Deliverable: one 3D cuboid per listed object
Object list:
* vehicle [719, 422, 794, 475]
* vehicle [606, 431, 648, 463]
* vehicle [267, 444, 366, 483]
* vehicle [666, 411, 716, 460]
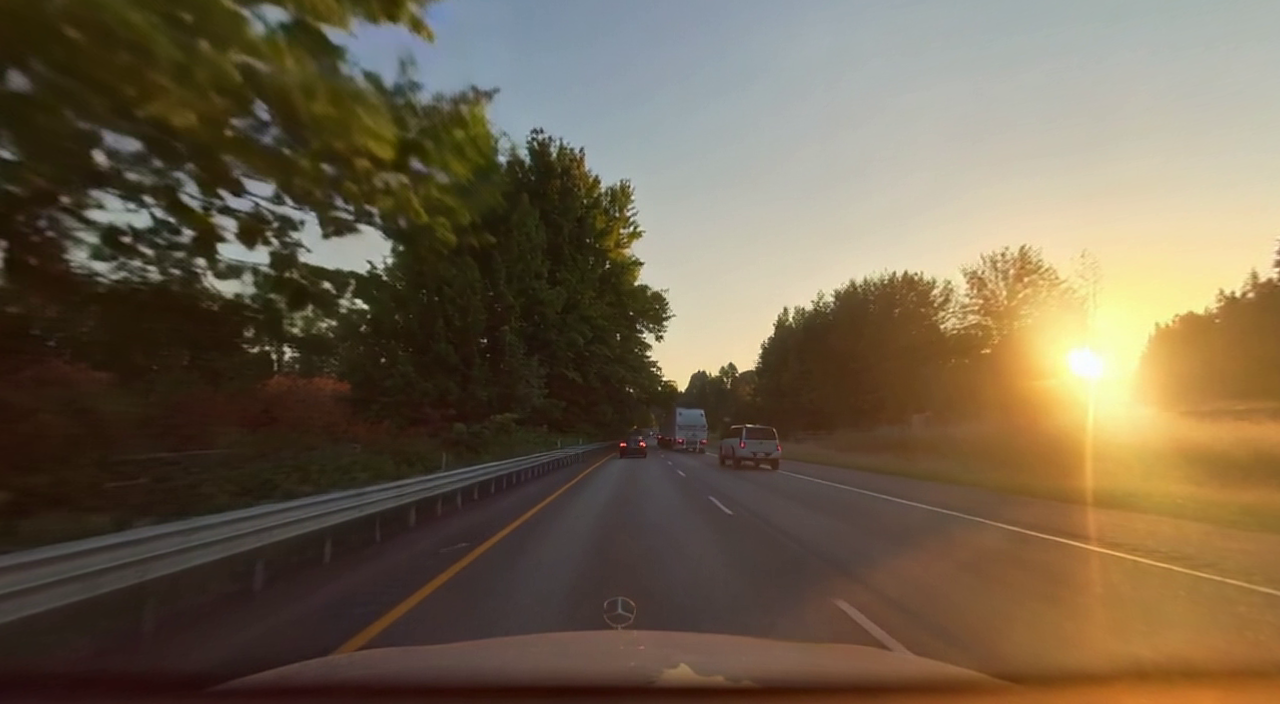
[{"bbox_3d":[4.466,3.749,24.882,2.073,1.905,4.023,0,-8,-1],"label":"vehicle"},{"bbox_3d":[-0.721,5.220,34.894,2.206,1.681,4.111,0,-8,-1],"label":"vehicle"},{"bbox_3d":[-14.094,4.864,27.778,2.107,1.498,4.226,0,-8,0],"label":"vehicle"},{"bbox_3d":[3.348,5.734,43.449,2.728,3.053,7.708,0,-8,0],"label":"vehicle"}]
